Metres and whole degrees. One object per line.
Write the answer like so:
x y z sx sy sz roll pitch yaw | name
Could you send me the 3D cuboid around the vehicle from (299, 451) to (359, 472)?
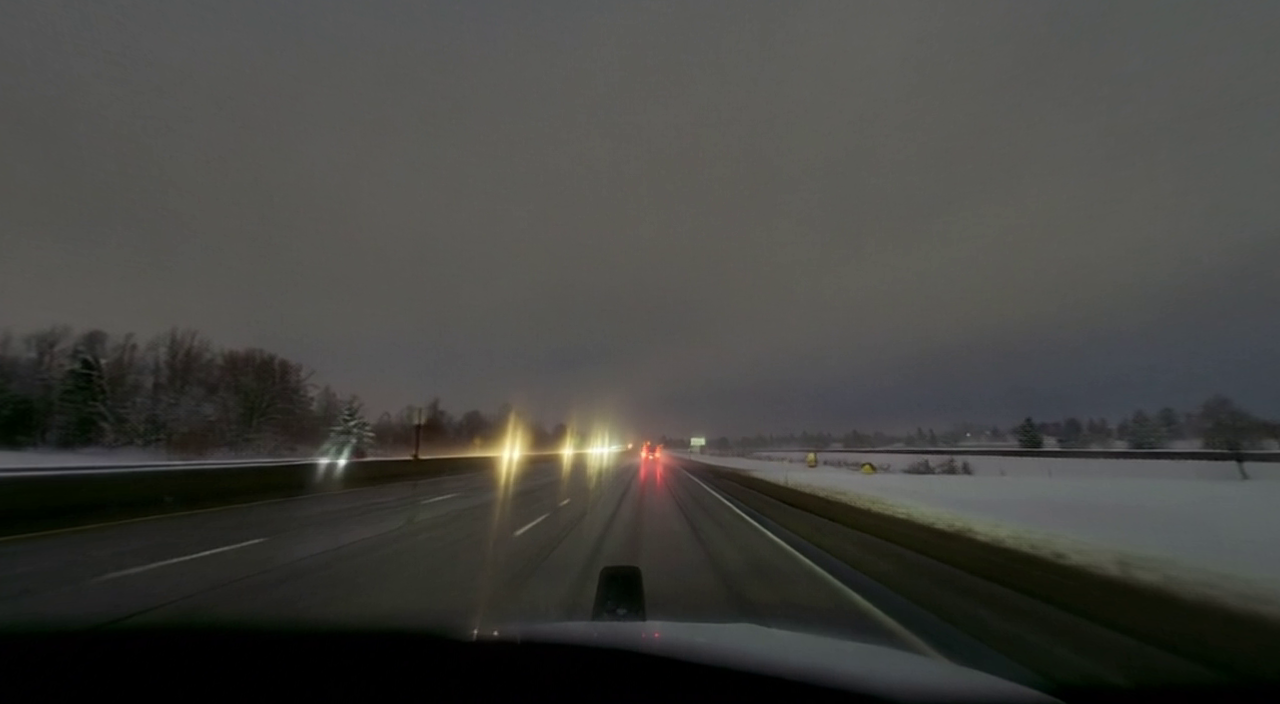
-23.660 8.334 48.221 2.148 1.493 4.415 0 -9 2 | vehicle
